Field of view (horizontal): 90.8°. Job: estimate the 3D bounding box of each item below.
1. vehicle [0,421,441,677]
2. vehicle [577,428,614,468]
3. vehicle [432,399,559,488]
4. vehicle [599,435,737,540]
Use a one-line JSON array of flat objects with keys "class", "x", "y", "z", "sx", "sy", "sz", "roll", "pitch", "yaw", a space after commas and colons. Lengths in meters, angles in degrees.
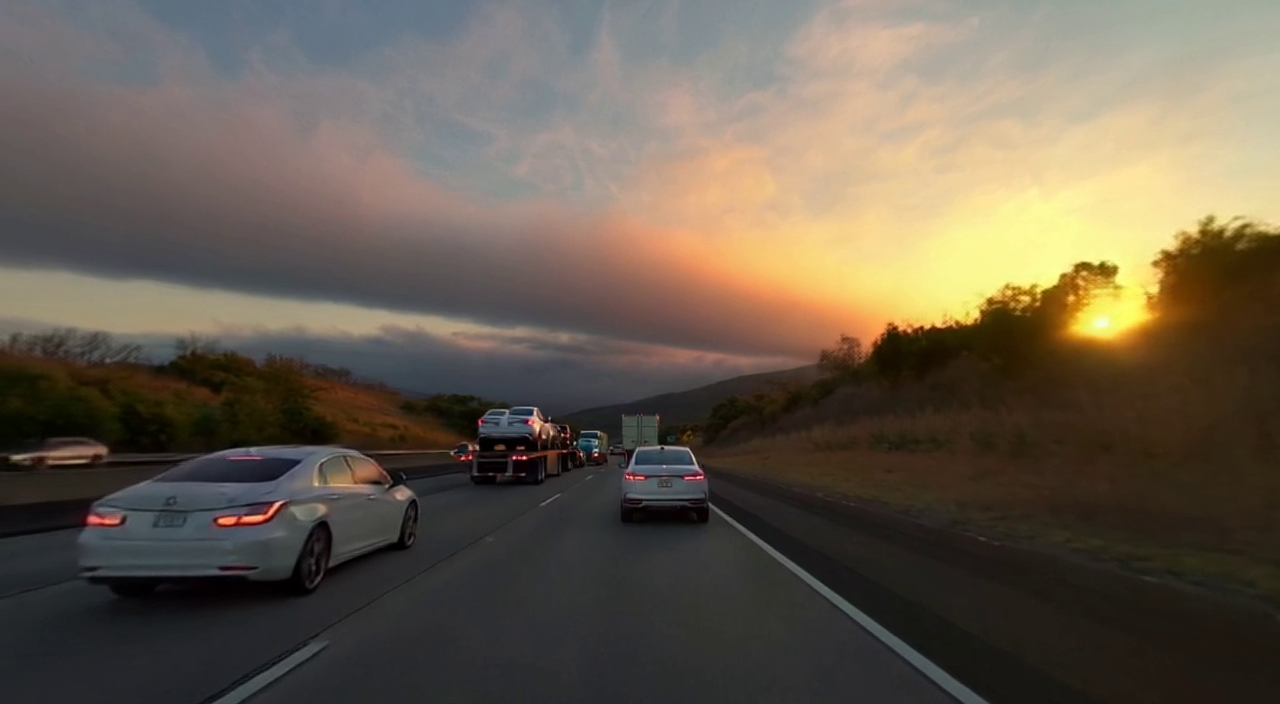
[{"class": "vehicle", "x": -3.660, "y": 1.499, "z": 6.002, "sx": 1.947, "sy": 1.470, "sz": 4.526, "roll": 0, "pitch": -9, "yaw": 2}, {"class": "vehicle", "x": -3.218, "y": 7.149, "z": 46.885, "sx": 2.289, "sy": 2.710, "sz": 6.726, "roll": 0, "pitch": -9, "yaw": 0}, {"class": "vehicle", "x": -2.878, "y": 1.980, "z": 13.541, "sx": 2.031, "sy": 1.594, "sz": 4.103, "roll": 1, "pitch": -9, "yaw": -4}, {"class": "vehicle", "x": 0.408, "y": 2.240, "z": 10.928, "sx": 1.991, "sy": 1.507, "sz": 3.391, "roll": 0, "pitch": -9, "yaw": 0}]
